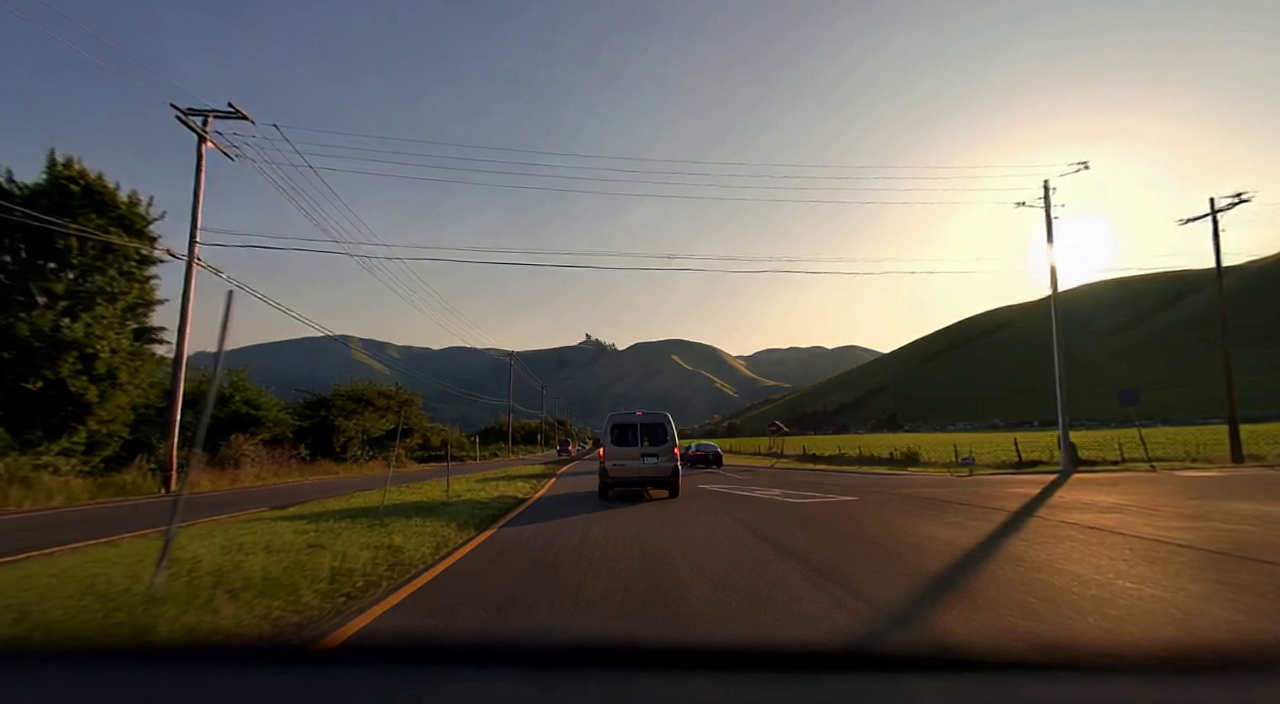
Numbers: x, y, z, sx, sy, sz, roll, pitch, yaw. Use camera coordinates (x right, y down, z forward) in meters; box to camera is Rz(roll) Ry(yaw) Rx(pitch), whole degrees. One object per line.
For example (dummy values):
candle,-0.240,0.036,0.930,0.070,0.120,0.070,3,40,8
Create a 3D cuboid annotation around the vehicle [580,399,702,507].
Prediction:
vehicle,-0.060,2.368,15.006,2.454,2.144,4.535,0,-8,-2
